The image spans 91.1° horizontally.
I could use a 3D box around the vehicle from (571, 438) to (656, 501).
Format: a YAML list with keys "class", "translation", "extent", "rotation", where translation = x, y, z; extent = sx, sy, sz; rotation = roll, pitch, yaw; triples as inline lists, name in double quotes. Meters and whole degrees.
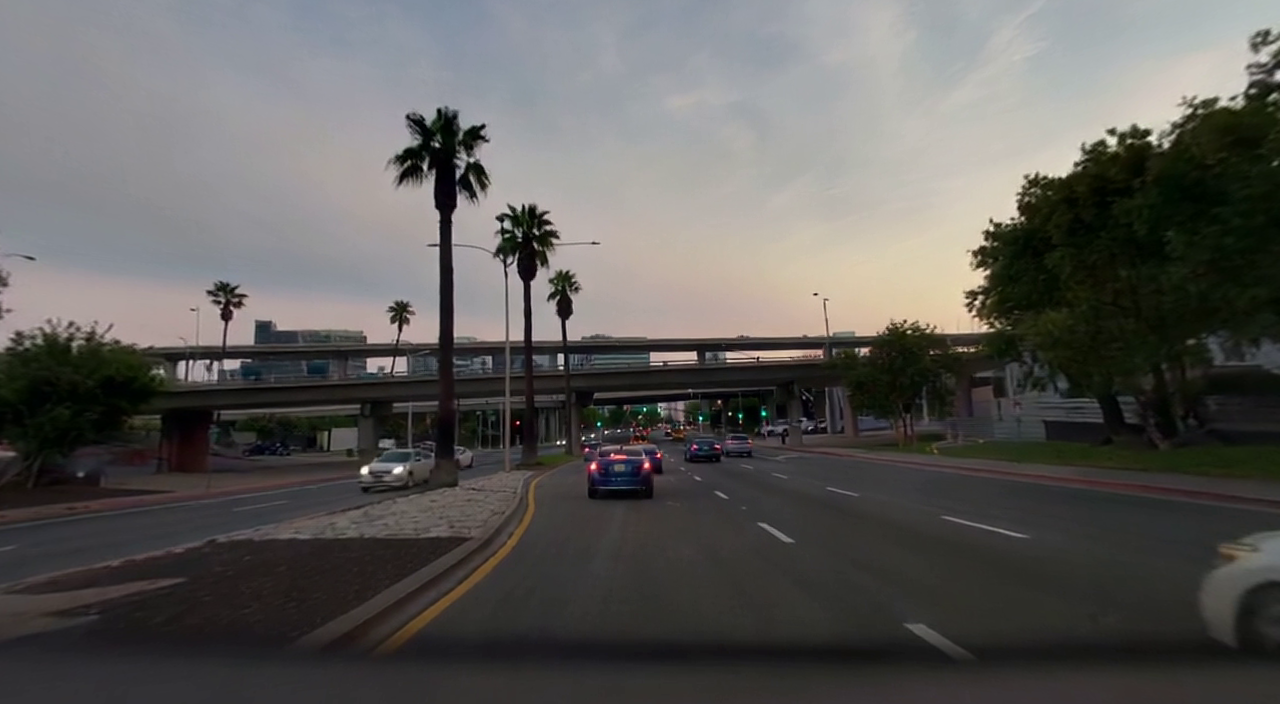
- class: "vehicle"
  translation: [-0.734, 3.188, 17.611]
  extent: [2.111, 1.506, 4.018]
  rotation: [0, -8, -2]

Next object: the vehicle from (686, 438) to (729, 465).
- class: "vehicle"
  translation: [4.098, 6.140, 38.906]
  extent: [2.119, 1.509, 4.495]
  rotation: [0, -8, -1]

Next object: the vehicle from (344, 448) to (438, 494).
- class: "vehicle"
  translation: [-9.627, 4.612, 24.724]
  extent: [1.937, 1.521, 4.523]
  rotation: [0, -8, -1]
